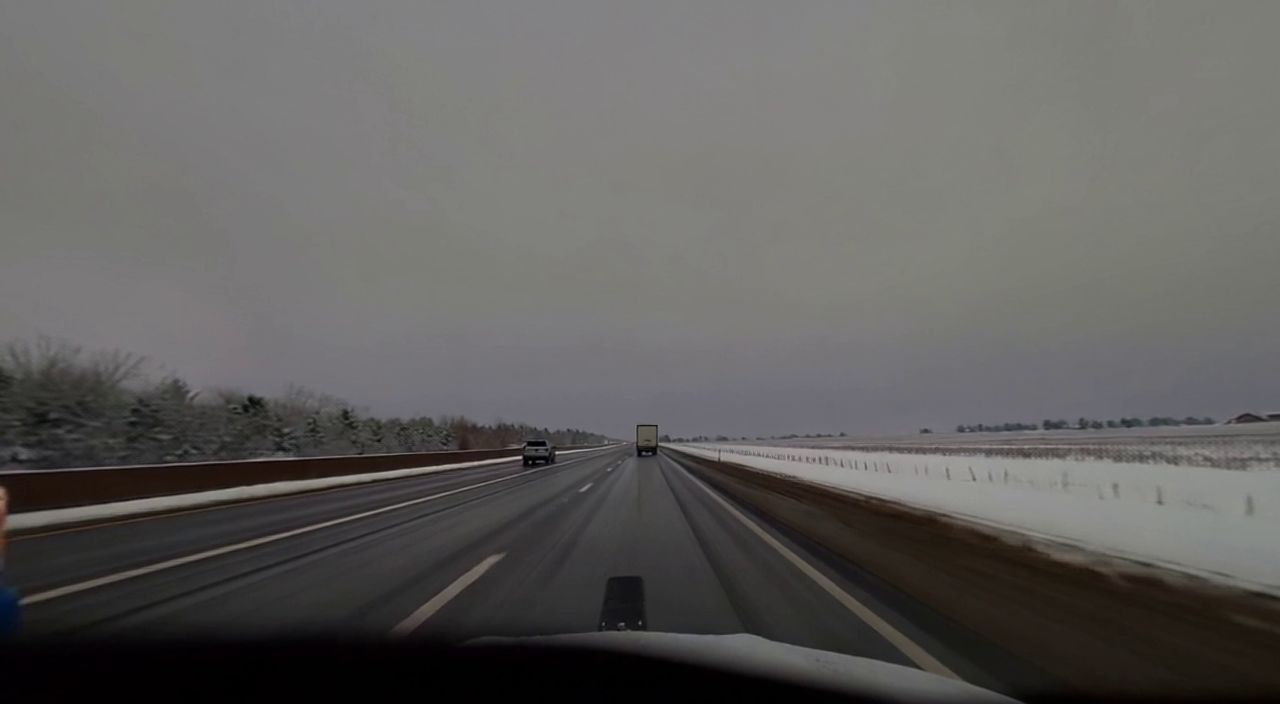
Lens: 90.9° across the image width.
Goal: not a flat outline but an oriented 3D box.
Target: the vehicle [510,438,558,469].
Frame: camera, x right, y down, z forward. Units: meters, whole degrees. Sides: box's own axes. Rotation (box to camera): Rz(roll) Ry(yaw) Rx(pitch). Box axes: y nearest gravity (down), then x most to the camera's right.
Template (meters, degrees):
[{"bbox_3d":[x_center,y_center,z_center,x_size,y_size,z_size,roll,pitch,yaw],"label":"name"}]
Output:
[{"bbox_3d":[-6.853,6.582,41.274,2.193,1.866,4.807,-1,-8,2],"label":"vehicle"}]

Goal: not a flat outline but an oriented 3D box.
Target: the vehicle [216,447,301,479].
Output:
[{"bbox_3d":[-21.422,6.226,35.650,1.920,1.644,4.610,0,-8,0],"label":"vehicle"}]
